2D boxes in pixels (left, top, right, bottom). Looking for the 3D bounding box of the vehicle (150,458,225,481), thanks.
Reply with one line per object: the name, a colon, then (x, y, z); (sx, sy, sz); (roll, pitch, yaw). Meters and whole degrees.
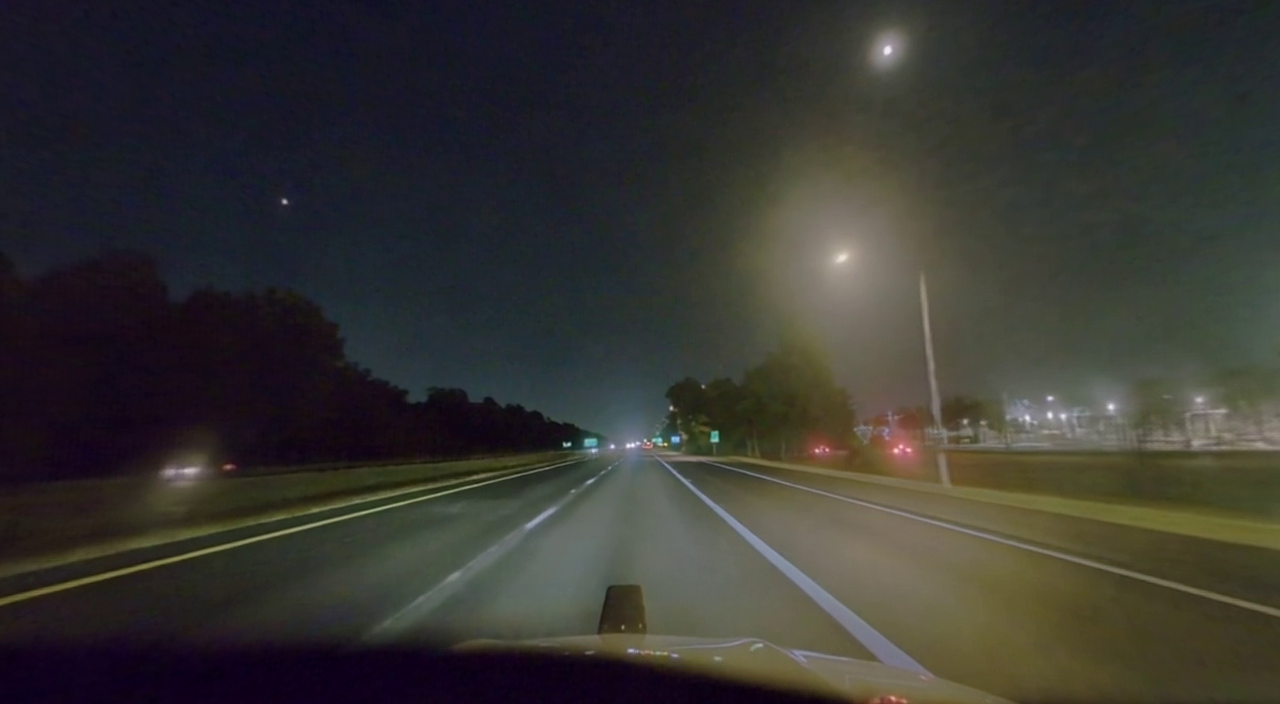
vehicle: (-32.236, 8.371, 45.132); (1.843, 1.461, 4.694); (-1, -8, 1)
